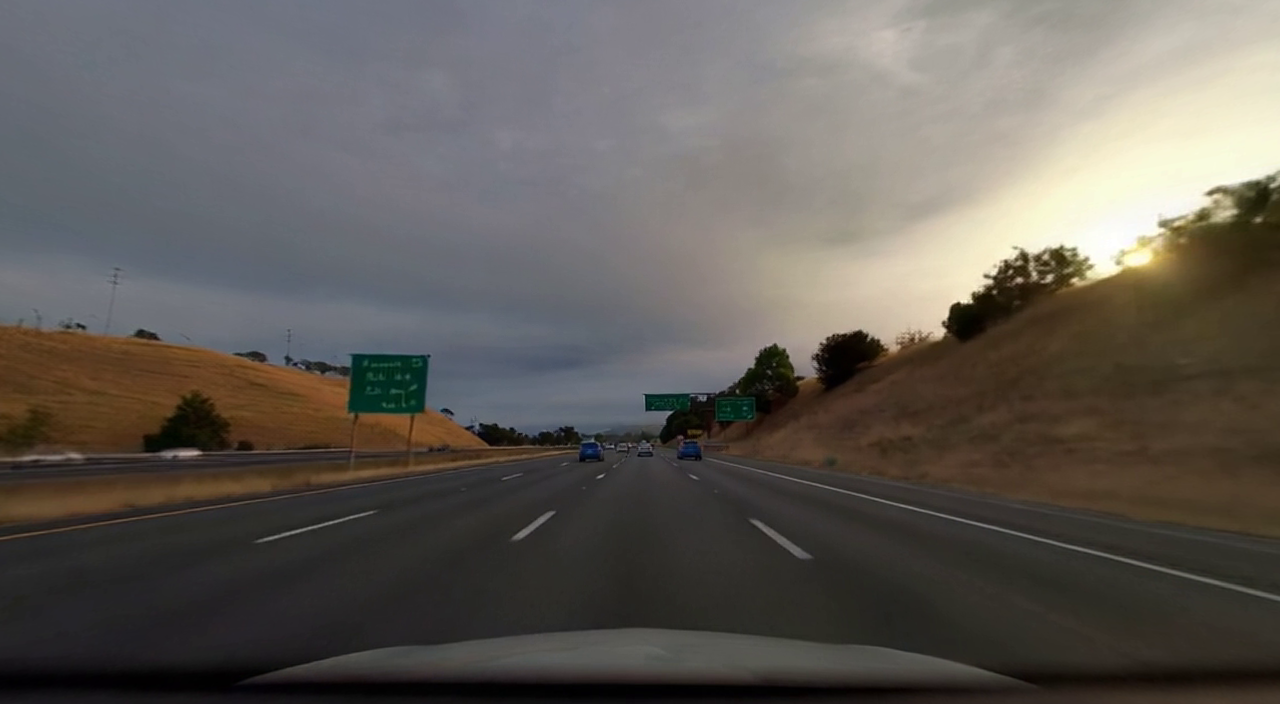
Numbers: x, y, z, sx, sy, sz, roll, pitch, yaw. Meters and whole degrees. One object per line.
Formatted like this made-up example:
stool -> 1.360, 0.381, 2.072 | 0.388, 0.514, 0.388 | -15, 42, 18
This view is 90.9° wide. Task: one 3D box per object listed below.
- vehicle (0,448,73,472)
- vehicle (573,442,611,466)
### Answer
vehicle -> -38.870, 6.757, 39.684 | 1.922, 1.371, 4.805 | 0, -8, 0
vehicle -> -3.244, 7.027, 43.770 | 2.159, 1.562, 4.441 | 0, -8, 1
